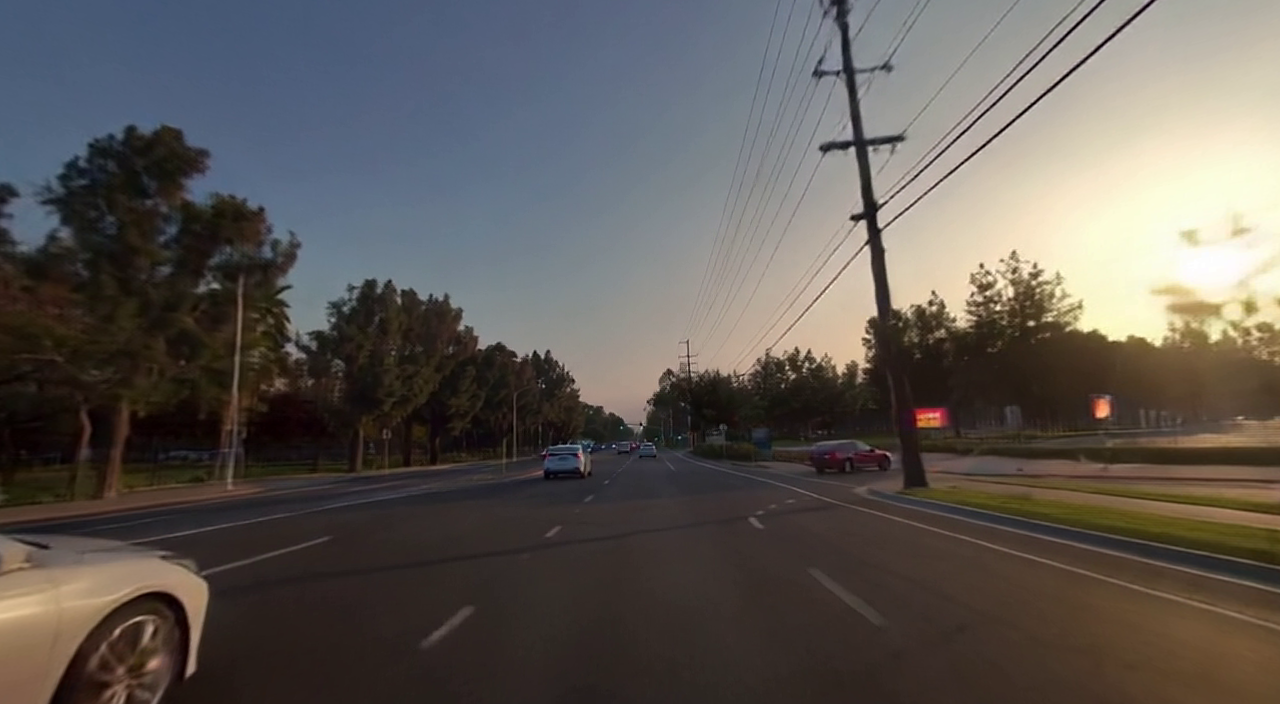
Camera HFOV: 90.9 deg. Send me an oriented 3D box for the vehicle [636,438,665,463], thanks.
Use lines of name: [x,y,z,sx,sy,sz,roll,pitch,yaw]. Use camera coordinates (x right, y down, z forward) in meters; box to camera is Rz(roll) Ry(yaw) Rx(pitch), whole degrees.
vehicle: [0.782,7.489,47.865,2.155,1.781,3.977,0,-9,1]

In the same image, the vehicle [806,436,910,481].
vehicle: [8.394,4.029,24.055,2.062,1.541,4.420,-8,-12,43]

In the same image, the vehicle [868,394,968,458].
vehicle: [20.055,5.302,46.234,2.923,4.081,8.860,-3,-5,-2]

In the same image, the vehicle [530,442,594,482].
vehicle: [-3.024,4.381,25.404,1.982,1.451,4.152,0,-9,1]
